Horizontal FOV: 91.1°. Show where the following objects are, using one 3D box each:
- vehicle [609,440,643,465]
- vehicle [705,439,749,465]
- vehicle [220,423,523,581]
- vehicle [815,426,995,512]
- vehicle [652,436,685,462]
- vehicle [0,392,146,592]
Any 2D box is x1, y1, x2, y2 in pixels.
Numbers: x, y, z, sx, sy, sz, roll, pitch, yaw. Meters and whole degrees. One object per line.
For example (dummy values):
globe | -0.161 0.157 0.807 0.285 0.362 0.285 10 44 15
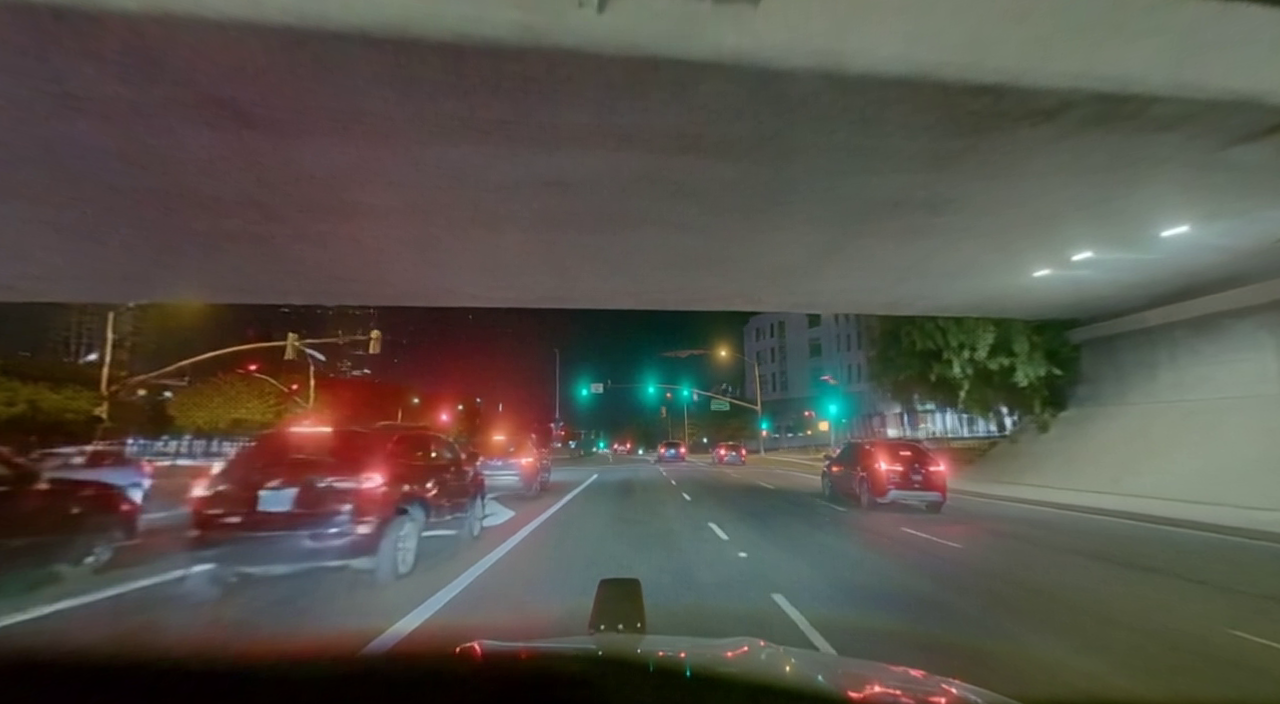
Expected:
vehicle | -0.893 6.224 39.024 2.026 1.453 3.780 0 -8 -2
vehicle | 5.321 6.183 38.910 1.924 1.527 4.268 0 -8 -2
vehicle | -2.975 1.757 8.224 1.980 1.491 4.351 0 -8 1
vehicle | 5.714 2.580 14.314 2.056 1.624 4.498 0 -8 -1
vehicle | 2.030 7.054 45.860 2.034 1.762 4.420 0 -8 -3
vehicle | -6.413 1.104 4.742 1.981 1.676 4.051 0 -8 1
